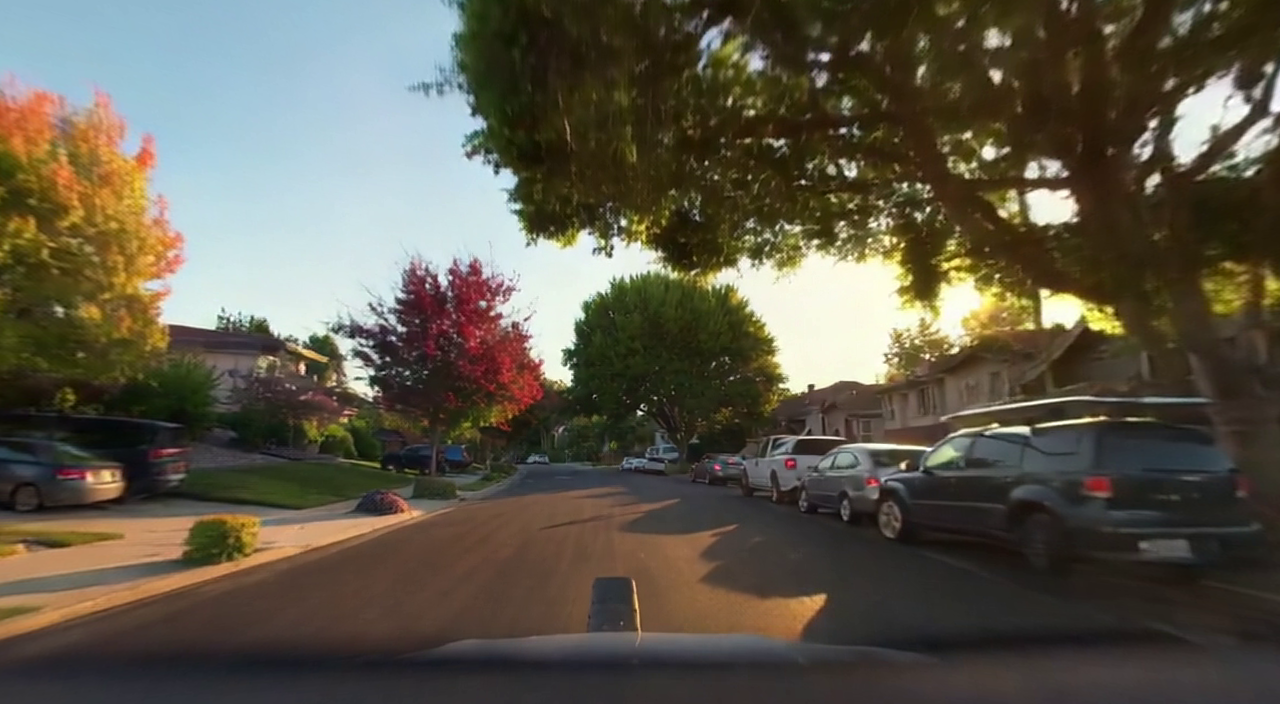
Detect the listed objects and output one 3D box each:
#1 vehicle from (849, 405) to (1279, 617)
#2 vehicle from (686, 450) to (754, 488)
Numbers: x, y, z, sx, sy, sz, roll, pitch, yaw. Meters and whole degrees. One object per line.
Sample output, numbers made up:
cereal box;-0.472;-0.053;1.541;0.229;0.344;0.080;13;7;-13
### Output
vehicle;5.402;1.947;8.945;2.715;1.900;6.163;1;-9;-1
vehicle;4.101;6.094;33.326;2.111;1.771;4.942;1;-9;-11
